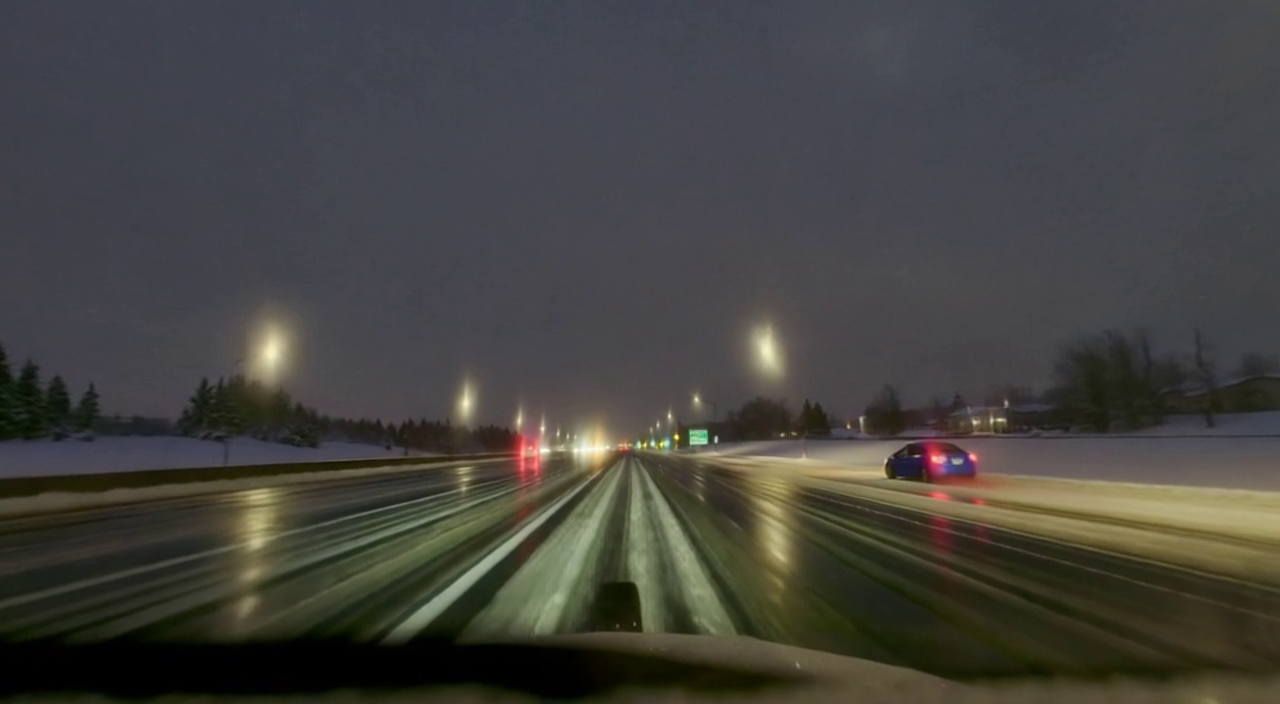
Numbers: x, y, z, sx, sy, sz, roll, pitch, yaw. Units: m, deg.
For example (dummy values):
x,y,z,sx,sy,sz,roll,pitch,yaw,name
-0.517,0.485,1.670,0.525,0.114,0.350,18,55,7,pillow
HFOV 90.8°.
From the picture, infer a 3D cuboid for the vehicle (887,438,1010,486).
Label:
x,y,z,sx,sy,sz,roll,pitch,yaw,name
10.668,3.818,22.283,1.985,1.493,4.486,0,-8,-1,vehicle
